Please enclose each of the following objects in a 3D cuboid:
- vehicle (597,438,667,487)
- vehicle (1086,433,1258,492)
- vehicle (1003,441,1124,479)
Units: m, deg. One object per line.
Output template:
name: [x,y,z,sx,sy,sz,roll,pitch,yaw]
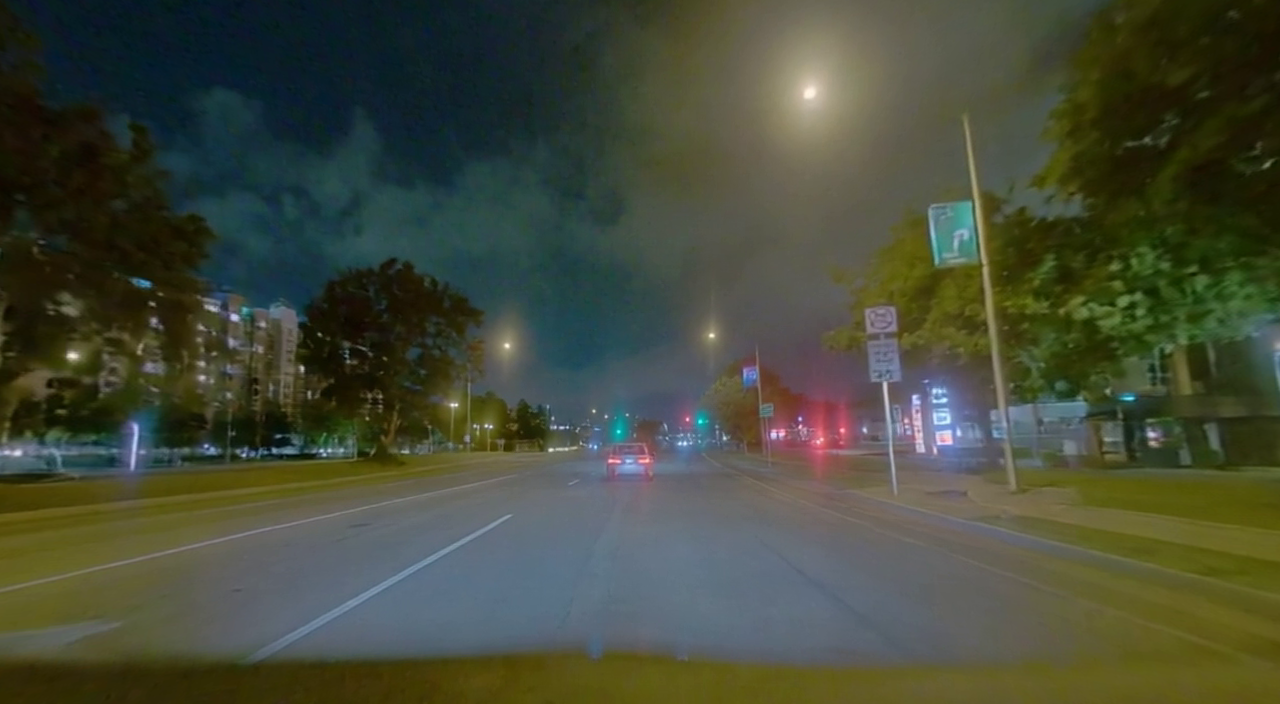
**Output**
vehicle: [-0.193,3.708,21.503,2.133,1.481,4.276,0,-8,1]
vehicle: [17.429,3.596,21.068,1.942,1.690,4.453,-2,-8,3]
vehicle: [17.516,4.470,26.471,1.857,1.441,4.721,0,-8,1]
